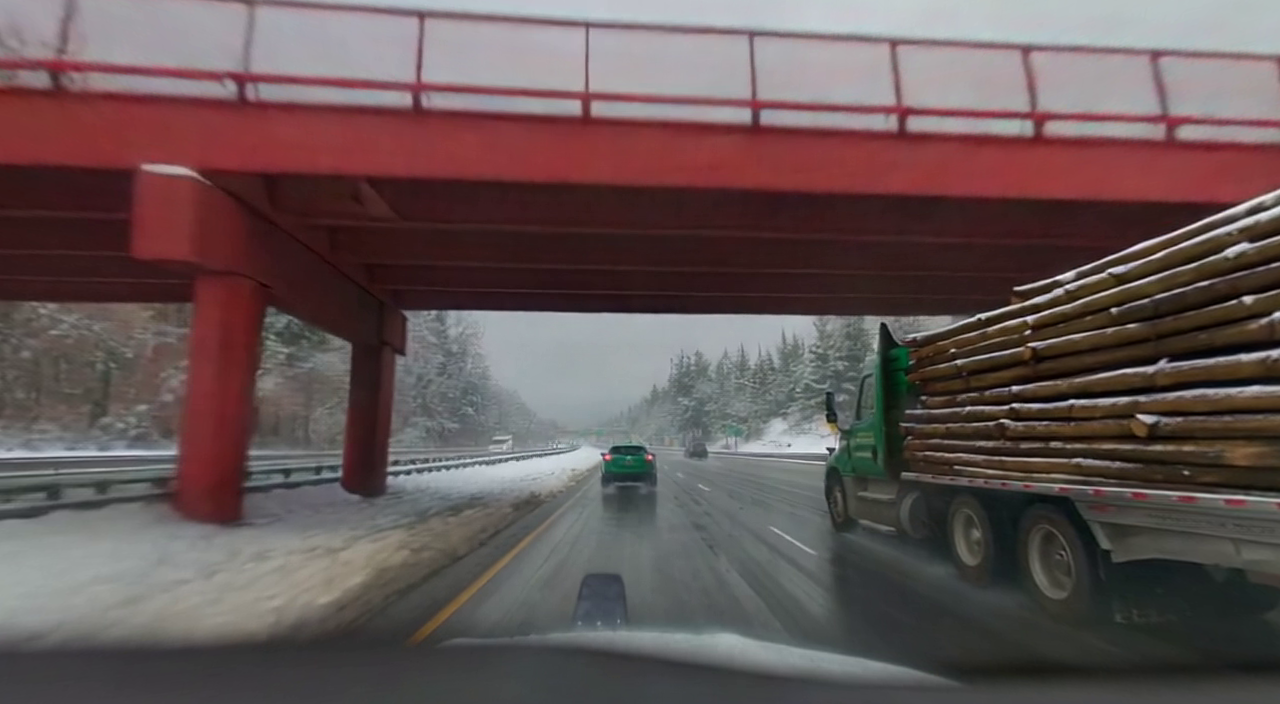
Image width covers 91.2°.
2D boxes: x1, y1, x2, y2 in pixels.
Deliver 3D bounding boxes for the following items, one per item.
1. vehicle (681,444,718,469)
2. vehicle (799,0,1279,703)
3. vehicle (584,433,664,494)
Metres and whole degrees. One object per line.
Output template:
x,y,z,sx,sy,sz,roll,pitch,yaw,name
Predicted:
3.773,6.757,40.572,1.894,1.487,3.751,0,-9,-2,vehicle
4.240,0.113,5.698,2.992,3.920,8.831,0,-9,-1,vehicle
-0.491,3.458,19.775,2.259,1.699,4.015,0,-9,-1,vehicle
